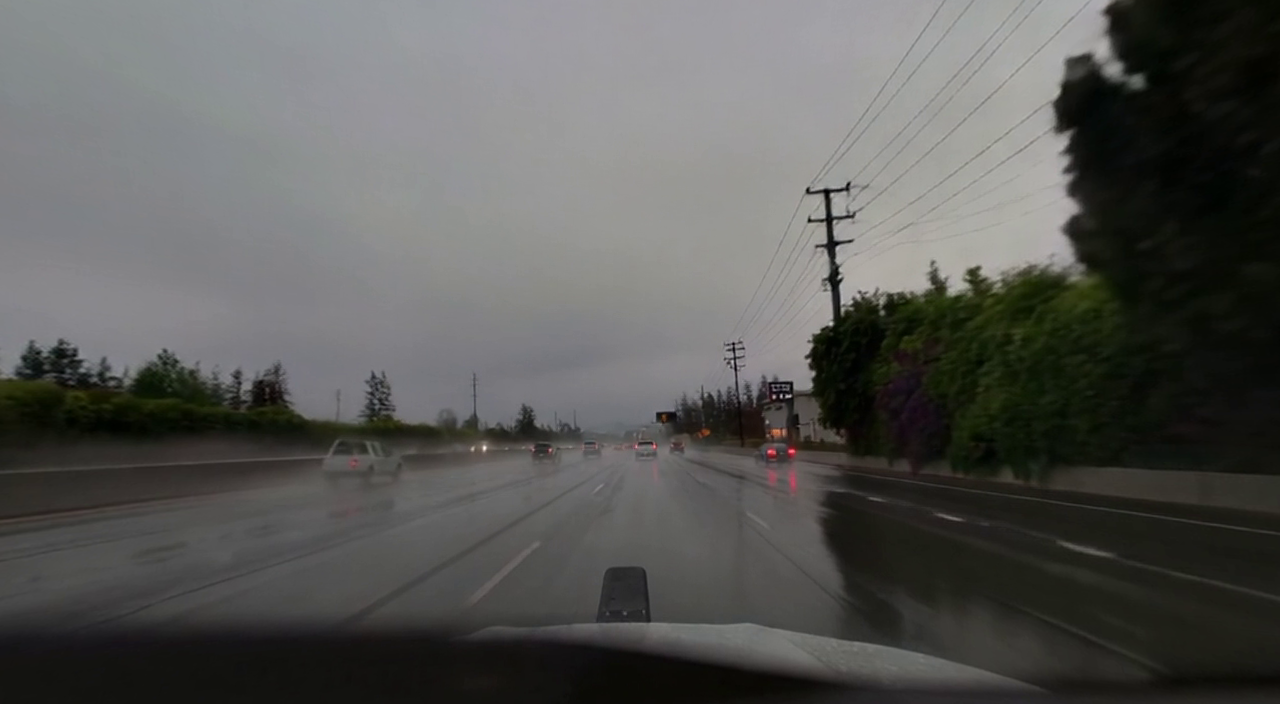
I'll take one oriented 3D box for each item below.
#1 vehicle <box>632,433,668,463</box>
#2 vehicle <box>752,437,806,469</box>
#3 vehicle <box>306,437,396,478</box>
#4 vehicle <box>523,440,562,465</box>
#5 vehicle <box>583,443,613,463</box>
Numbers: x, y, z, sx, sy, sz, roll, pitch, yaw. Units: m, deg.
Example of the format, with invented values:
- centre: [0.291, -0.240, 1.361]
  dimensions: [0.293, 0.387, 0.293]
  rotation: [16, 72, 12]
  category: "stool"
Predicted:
- centre: [0.751, 7.421, 48.786]
  dimensions: [2.622, 2.208, 5.320]
  rotation: [0, -8, 0]
  category: "vehicle"
- centre: [7.691, 5.635, 35.313]
  dimensions: [1.937, 1.698, 4.322]
  rotation: [0, -8, -1]
  category: "vehicle"
- centre: [-14.311, 5.213, 31.544]
  dimensions: [2.149, 1.846, 4.713]
  rotation: [-1, -8, 1]
  category: "vehicle"
- centre: [-6.994, 7.229, 45.494]
  dimensions: [2.007, 1.732, 4.395]
  rotation: [0, -8, 1]
  category: "vehicle"
- centre: [-3.276, 7.931, 49.535]
  dimensions: [1.979, 1.469, 4.378]
  rotation: [0, -8, 1]
  category: "vehicle"
